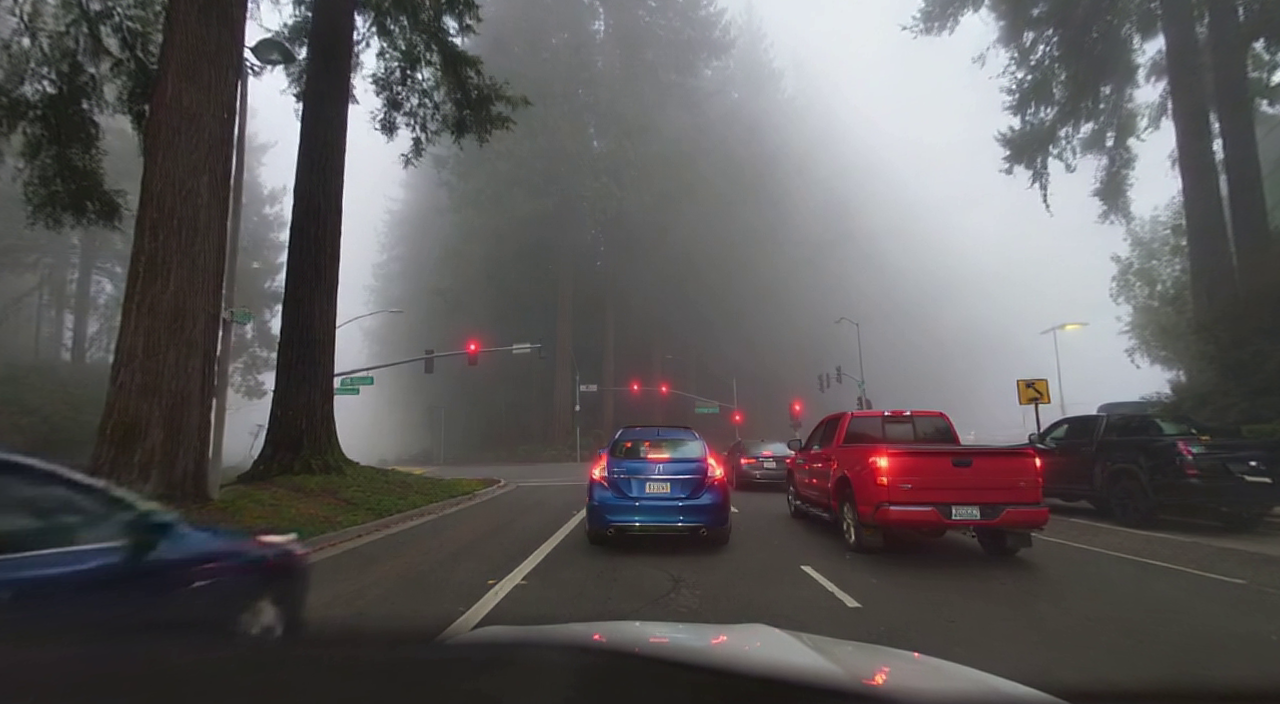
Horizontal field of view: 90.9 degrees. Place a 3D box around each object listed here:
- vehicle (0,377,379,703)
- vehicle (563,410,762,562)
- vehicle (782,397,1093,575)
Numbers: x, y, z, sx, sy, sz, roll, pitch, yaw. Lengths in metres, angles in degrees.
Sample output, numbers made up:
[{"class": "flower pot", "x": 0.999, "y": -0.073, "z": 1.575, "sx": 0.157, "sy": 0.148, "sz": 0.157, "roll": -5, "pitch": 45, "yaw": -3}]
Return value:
[{"class": "vehicle", "x": -2.948, "y": 0.825, "z": 1.799, "sx": 2.133, "sy": 1.496, "sz": 5.150, "roll": 0, "pitch": -8, "yaw": 1}, {"class": "vehicle", "x": 0.253, "y": 1.769, "z": 8.978, "sx": 2.168, "sy": 1.641, "sz": 4.039, "roll": 0, "pitch": -8, "yaw": 0}, {"class": "vehicle", "x": 3.393, "y": 1.629, "z": 8.376, "sx": 2.099, "sy": 1.725, "sz": 4.290, "roll": 0, "pitch": -8, "yaw": 1}]
